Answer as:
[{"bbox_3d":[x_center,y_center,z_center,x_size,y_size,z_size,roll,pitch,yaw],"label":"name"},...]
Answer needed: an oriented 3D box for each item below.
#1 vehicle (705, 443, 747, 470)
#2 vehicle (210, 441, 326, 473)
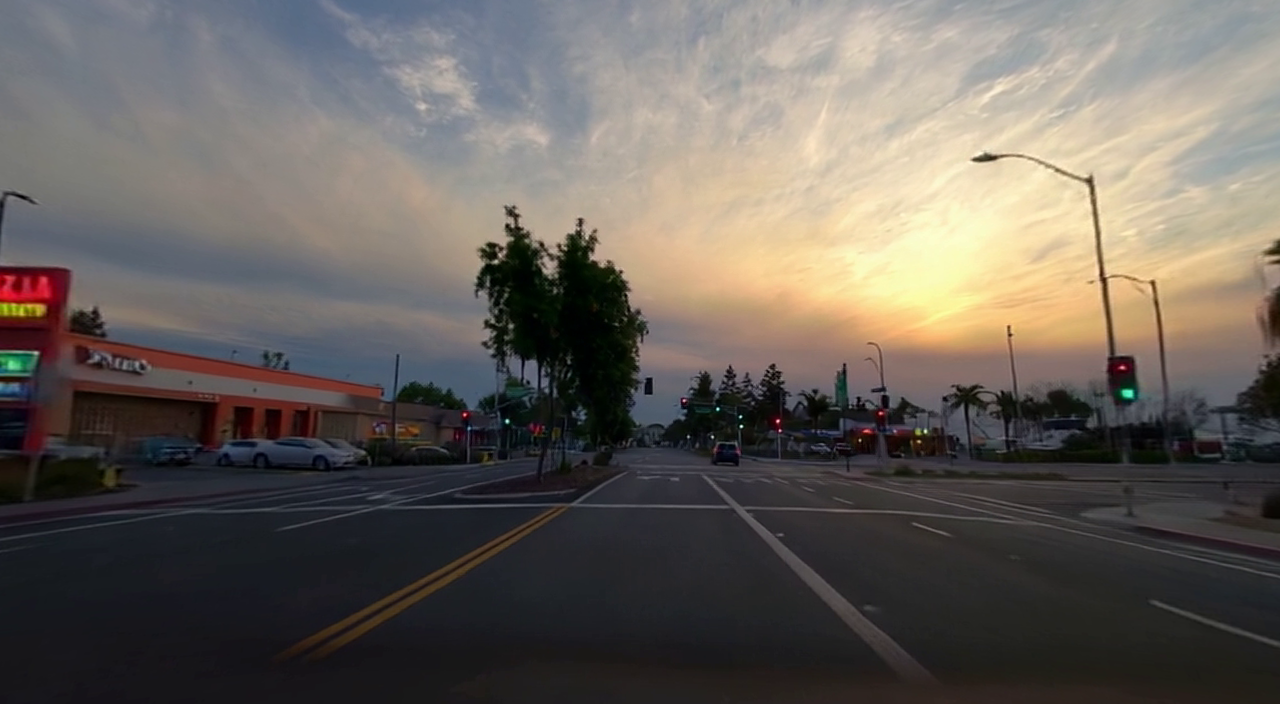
[{"bbox_3d":[5.100,6.226,37.828,2.065,1.507,4.225,0,-9,1],"label":"vehicle"},{"bbox_3d":[-17.582,4.987,29.918,4.277,1.453,1.913,0,-9,1],"label":"vehicle"}]
